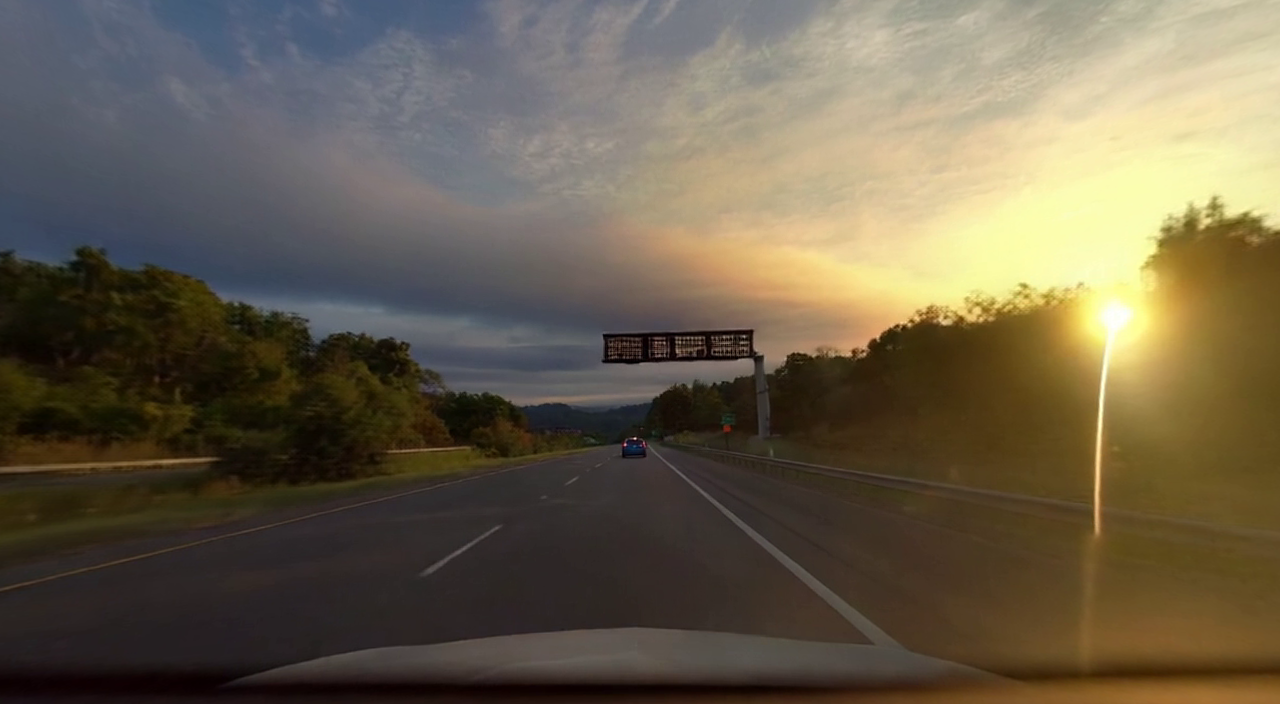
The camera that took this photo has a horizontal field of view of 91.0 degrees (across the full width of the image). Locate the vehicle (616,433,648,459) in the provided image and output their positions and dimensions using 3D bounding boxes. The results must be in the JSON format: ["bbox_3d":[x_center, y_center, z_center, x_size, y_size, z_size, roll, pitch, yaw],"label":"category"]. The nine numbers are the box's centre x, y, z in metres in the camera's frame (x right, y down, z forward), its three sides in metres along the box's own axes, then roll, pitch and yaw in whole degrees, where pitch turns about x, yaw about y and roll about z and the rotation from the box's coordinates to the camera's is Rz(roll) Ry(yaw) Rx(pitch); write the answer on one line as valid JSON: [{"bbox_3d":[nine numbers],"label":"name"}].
[{"bbox_3d":[-0.594,6.682,44.741,2.180,1.717,4.139,0,-8,-1],"label":"vehicle"}]
